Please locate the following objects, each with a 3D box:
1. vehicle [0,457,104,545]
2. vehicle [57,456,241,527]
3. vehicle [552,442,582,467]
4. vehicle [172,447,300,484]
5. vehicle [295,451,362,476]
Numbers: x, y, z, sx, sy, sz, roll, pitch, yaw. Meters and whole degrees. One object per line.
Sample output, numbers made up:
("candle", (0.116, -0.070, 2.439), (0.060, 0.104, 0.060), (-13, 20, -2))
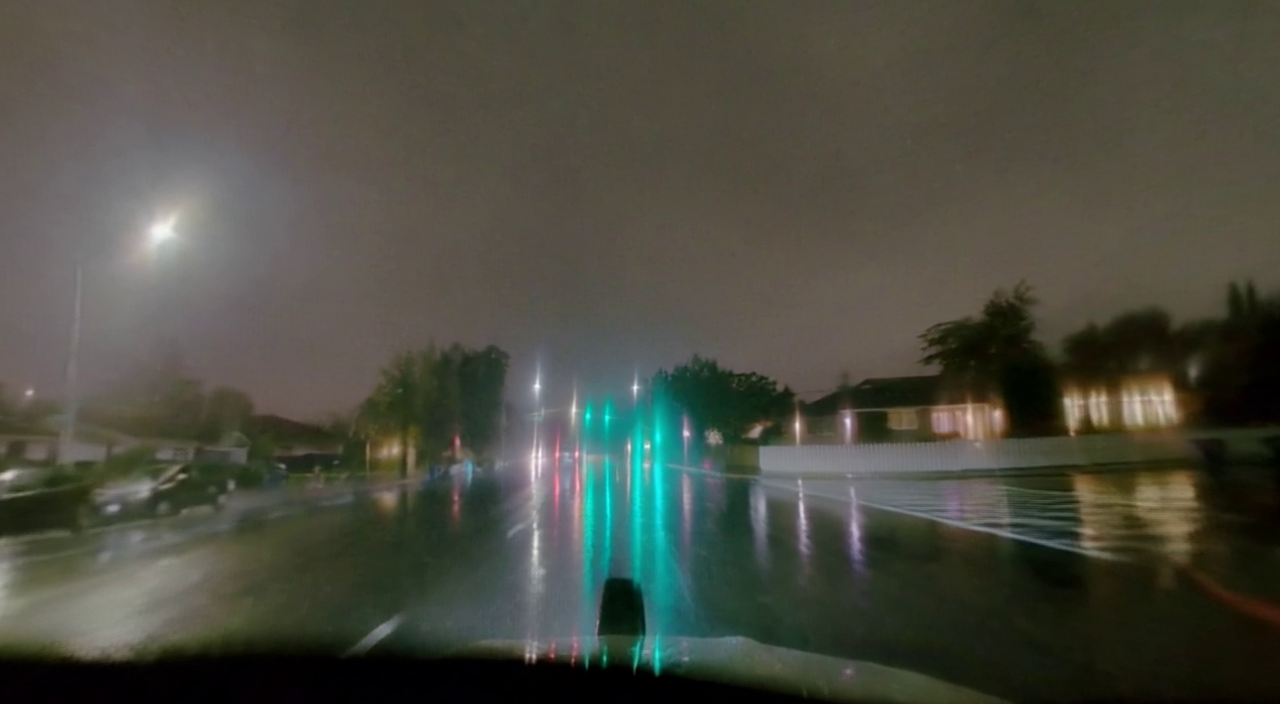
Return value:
("vehicle", (-14.300, 3.172, 13.332), (1.966, 1.760, 4.604), (0, -8, -1))
("vehicle", (-14.413, 4.052, 18.999), (1.968, 1.727, 4.548), (0, -8, -2))
("vehicle", (-5.561, 7.855, 48.648), (2.135, 1.731, 4.232), (0, -8, -4))
("vehicle", (-23.163, 6.510, 36.417), (5.784, 2.004, 2.199), (0, -8, -1))
("vehicle", (-22.182, 7.949, 45.110), (3.832, 1.683, 1.877), (0, -8, -7))
